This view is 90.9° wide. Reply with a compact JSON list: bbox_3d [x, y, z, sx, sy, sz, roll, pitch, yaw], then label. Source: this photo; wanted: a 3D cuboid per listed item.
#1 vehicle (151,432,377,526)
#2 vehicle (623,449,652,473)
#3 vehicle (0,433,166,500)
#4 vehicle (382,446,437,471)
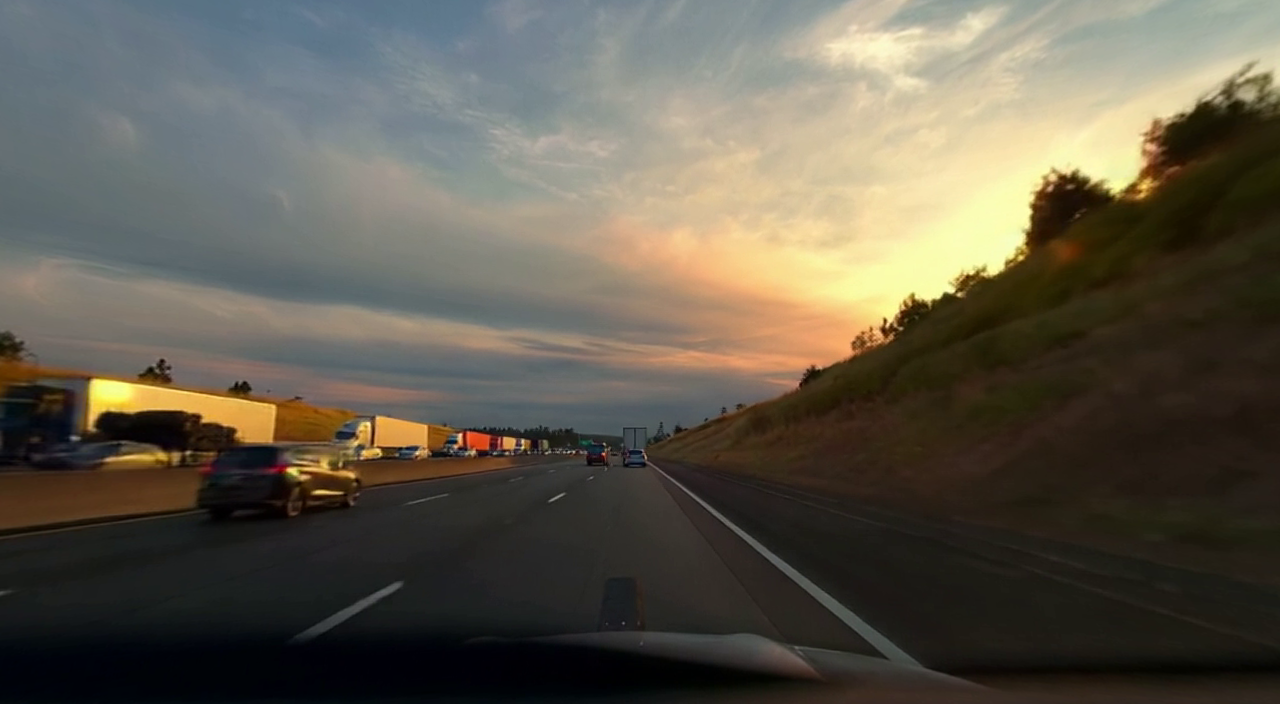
[{"bbox_3d":[-7.575,2.599,13.393,2.004,1.629,4.506,0,-9,0],"label":"vehicle"},{"bbox_3d":[-0.200,7.829,45.359,2.009,1.657,3.962,0,-9,-1],"label":"vehicle"},{"bbox_3d":[-14.342,2.797,15.669,1.891,1.426,4.156,0,-9,-1],"label":"vehicle"},{"bbox_3d":[-14.865,6.898,40.895,1.817,1.508,4.734,0,-9,0],"label":"vehicle"}]
